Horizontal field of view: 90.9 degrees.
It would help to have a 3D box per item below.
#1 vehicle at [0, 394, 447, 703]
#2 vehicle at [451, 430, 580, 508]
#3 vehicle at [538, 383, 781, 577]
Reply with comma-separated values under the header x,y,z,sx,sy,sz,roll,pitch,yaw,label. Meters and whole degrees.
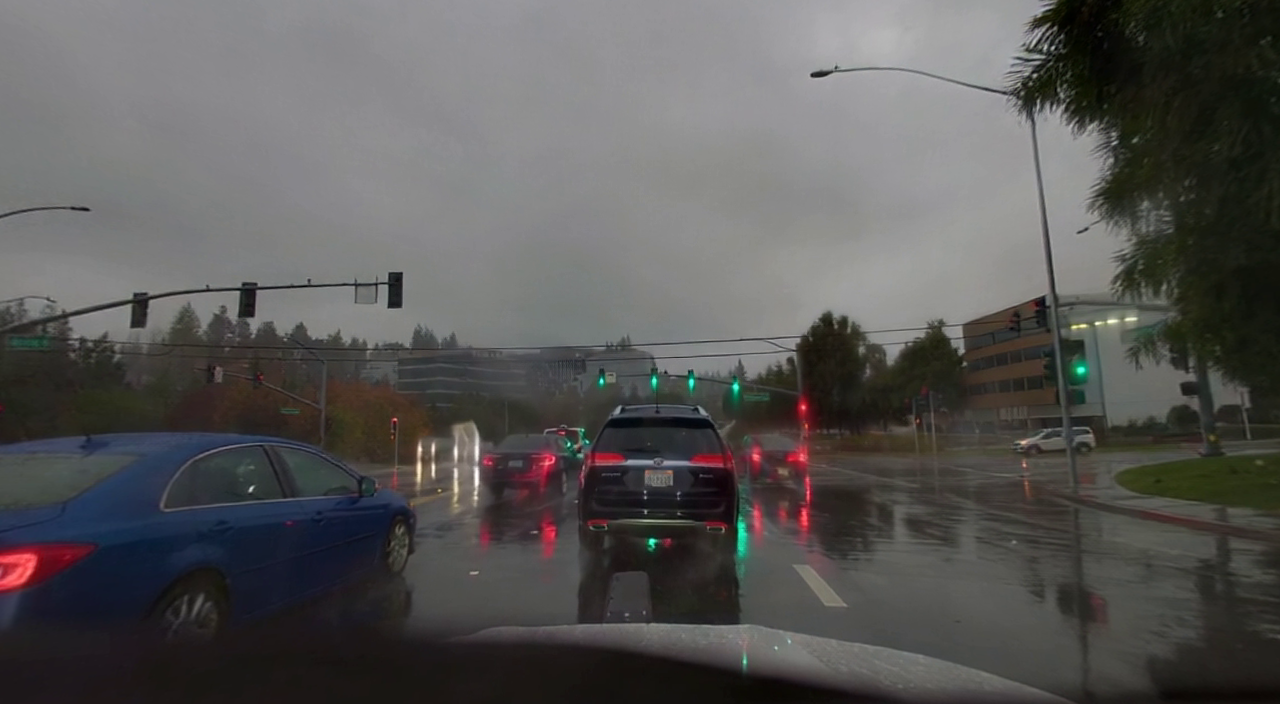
x,y,z,sx,sy,sz,roll,pitch,yaw,label
-3.230,1.244,4.724,1.958,1.494,4.624,0,-8,2,vehicle
-2.620,2.581,14.360,1.851,1.502,4.042,0,-8,4,vehicle
0.213,1.530,8.250,2.300,1.832,4.331,0,-8,1,vehicle
